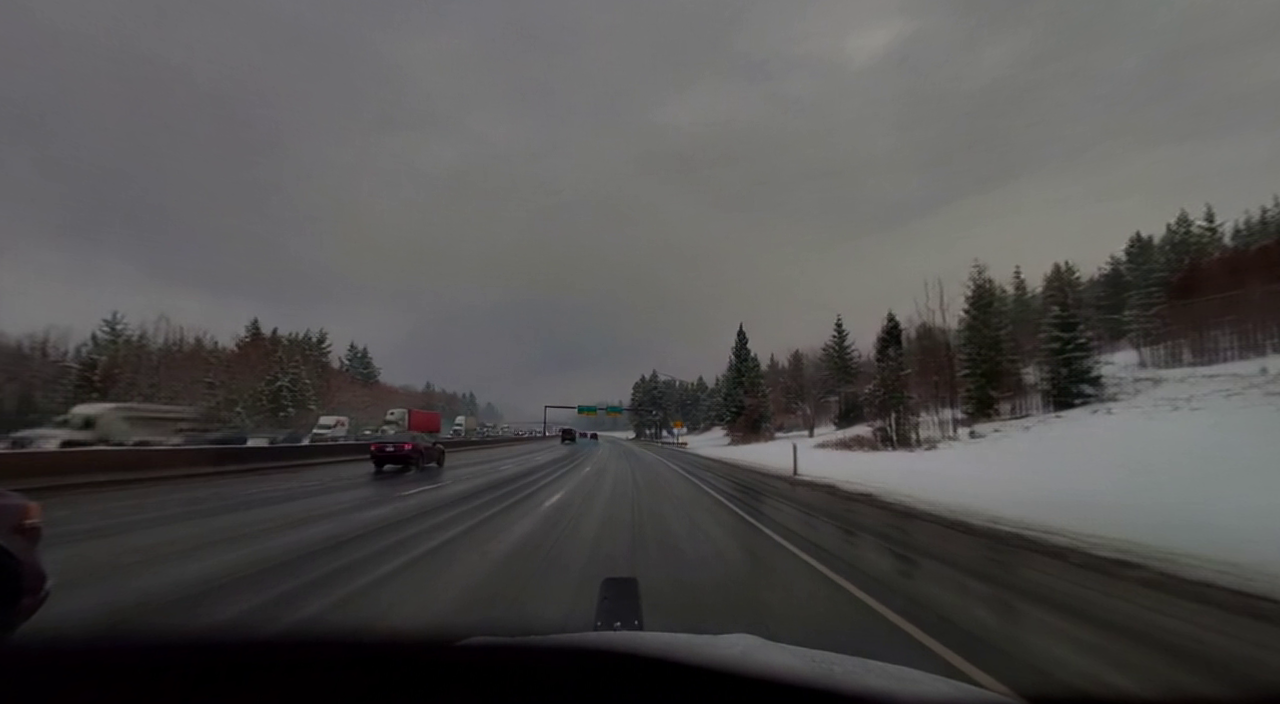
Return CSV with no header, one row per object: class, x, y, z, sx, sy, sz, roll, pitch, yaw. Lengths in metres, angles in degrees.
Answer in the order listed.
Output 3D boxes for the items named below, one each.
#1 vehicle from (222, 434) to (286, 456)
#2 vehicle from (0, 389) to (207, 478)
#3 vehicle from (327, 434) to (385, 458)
vehicle,-26.644,6.408,43.731,1.799,1.417,4.395,0,-8,-3
vehicle,-18.155,2.760,21.263,2.415,2.528,6.726,0,-8,-1
vehicle,-19.628,6.509,43.805,1.995,1.584,4.624,0,-8,-1
